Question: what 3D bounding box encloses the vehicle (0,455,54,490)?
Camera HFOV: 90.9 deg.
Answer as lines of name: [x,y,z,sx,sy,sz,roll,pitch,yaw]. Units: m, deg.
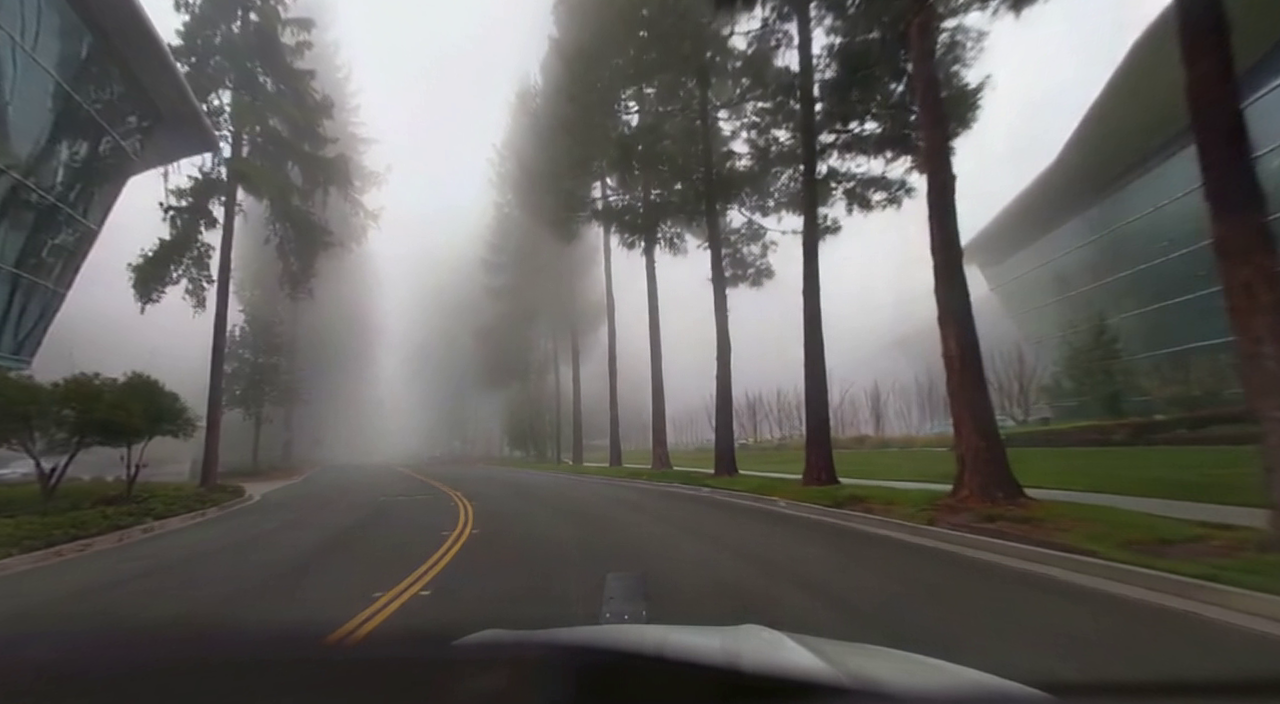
vehicle: [-33.828,6.388,33.689,1.929,1.650,4.638,3,-9,-21]
